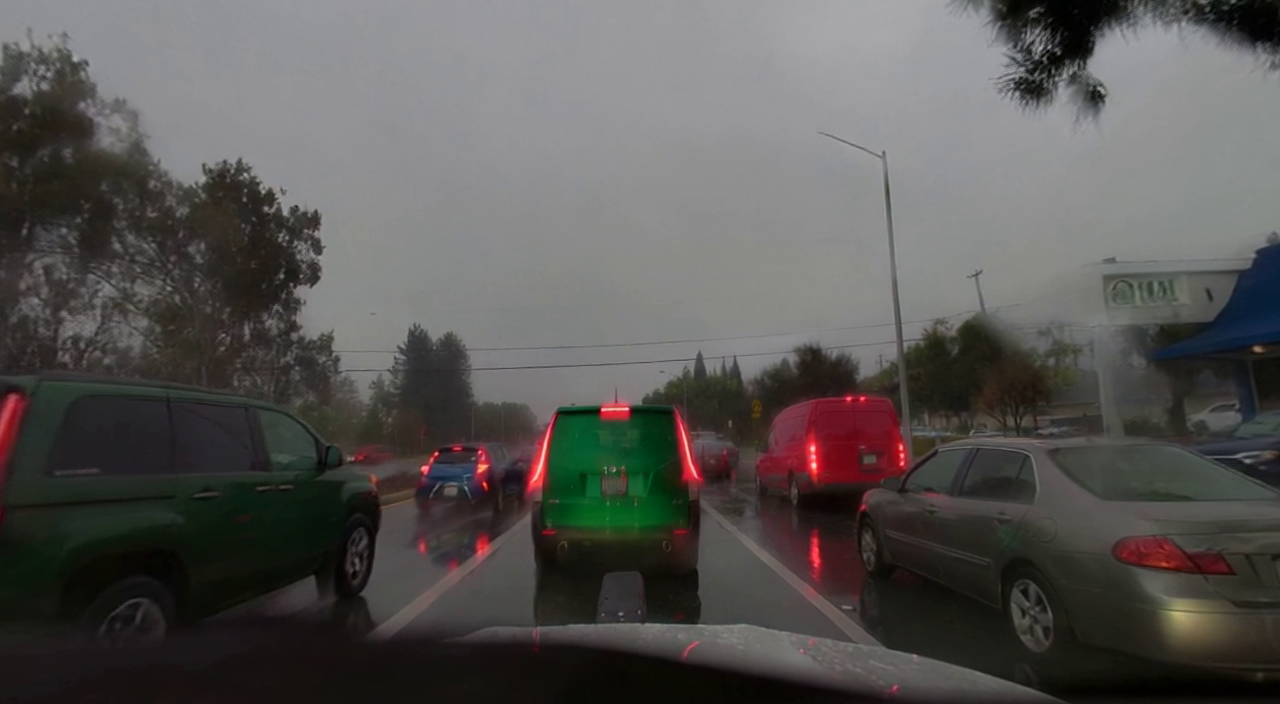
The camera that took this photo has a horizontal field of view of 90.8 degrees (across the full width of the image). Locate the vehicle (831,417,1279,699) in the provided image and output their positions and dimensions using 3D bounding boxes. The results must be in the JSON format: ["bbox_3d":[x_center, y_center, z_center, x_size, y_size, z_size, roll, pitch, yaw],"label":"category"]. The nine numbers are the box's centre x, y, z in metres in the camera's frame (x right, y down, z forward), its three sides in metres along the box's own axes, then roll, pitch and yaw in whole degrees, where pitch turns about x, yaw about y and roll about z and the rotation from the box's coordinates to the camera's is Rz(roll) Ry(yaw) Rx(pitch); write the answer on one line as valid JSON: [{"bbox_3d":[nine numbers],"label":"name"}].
[{"bbox_3d":[3.366,1.425,5.605,1.900,1.477,4.352,0,-9,-1],"label":"vehicle"}]

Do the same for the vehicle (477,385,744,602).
[{"bbox_3d":[-0.295,1.507,7.511,2.238,1.825,4.190,0,-9,-1],"label":"vehicle"}]

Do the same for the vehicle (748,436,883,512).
[{"bbox_3d":[3.912,2.776,14.889,1.875,1.521,4.192,0,-9,-1],"label":"vehicle"}]

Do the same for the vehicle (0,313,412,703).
[{"bbox_3d":[-3.632,1.087,4.642,2.231,1.853,4.461,0,-9,0],"label":"vehicle"}]

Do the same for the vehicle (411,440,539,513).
[{"bbox_3d":[-3.643,2.813,14.782,1.849,1.451,4.218,0,-9,0],"label":"vehicle"}]
